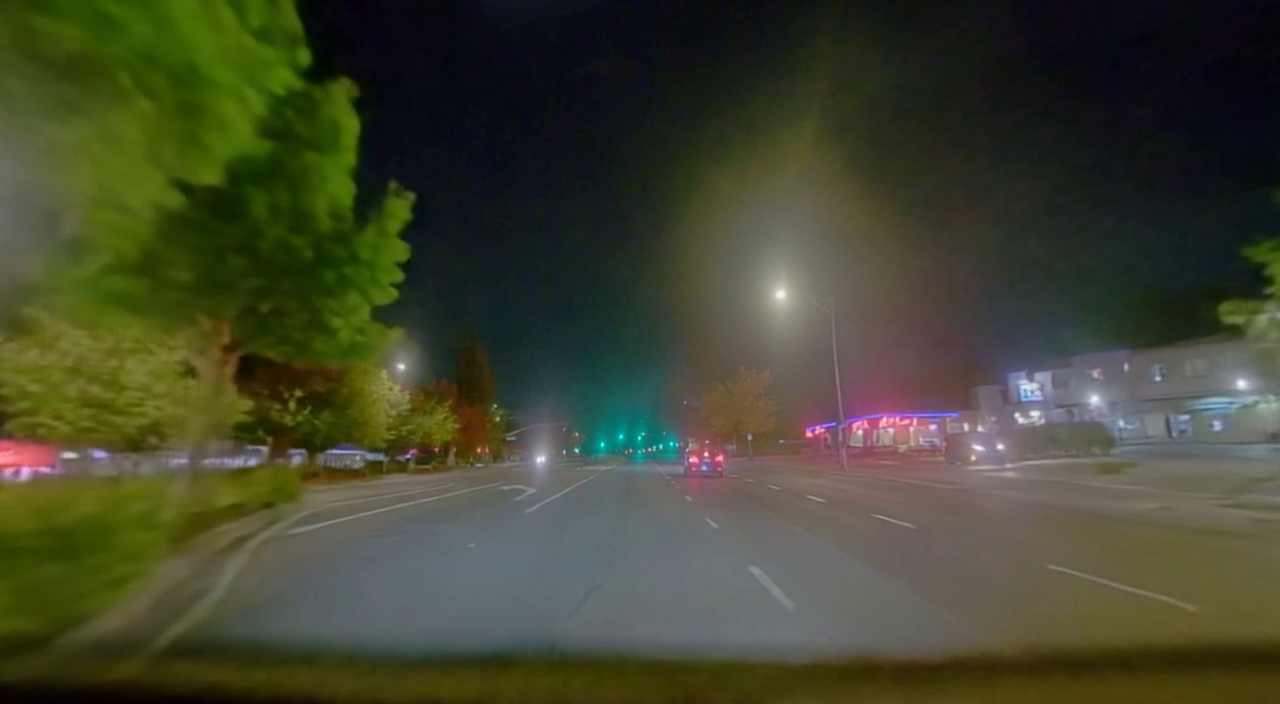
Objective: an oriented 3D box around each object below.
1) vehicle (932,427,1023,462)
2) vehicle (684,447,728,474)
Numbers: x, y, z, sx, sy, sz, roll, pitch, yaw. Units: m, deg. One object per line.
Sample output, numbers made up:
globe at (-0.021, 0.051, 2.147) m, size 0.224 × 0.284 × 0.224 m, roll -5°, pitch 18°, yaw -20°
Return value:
vehicle at (19.970, 5.523, 37.823) m, size 2.247 × 1.917 × 5.791 m, roll 0°, pitch -8°, yaw 0°
vehicle at (3.599, 5.976, 34.975) m, size 1.929 × 1.411 × 4.284 m, roll 0°, pitch -9°, yaw -1°
